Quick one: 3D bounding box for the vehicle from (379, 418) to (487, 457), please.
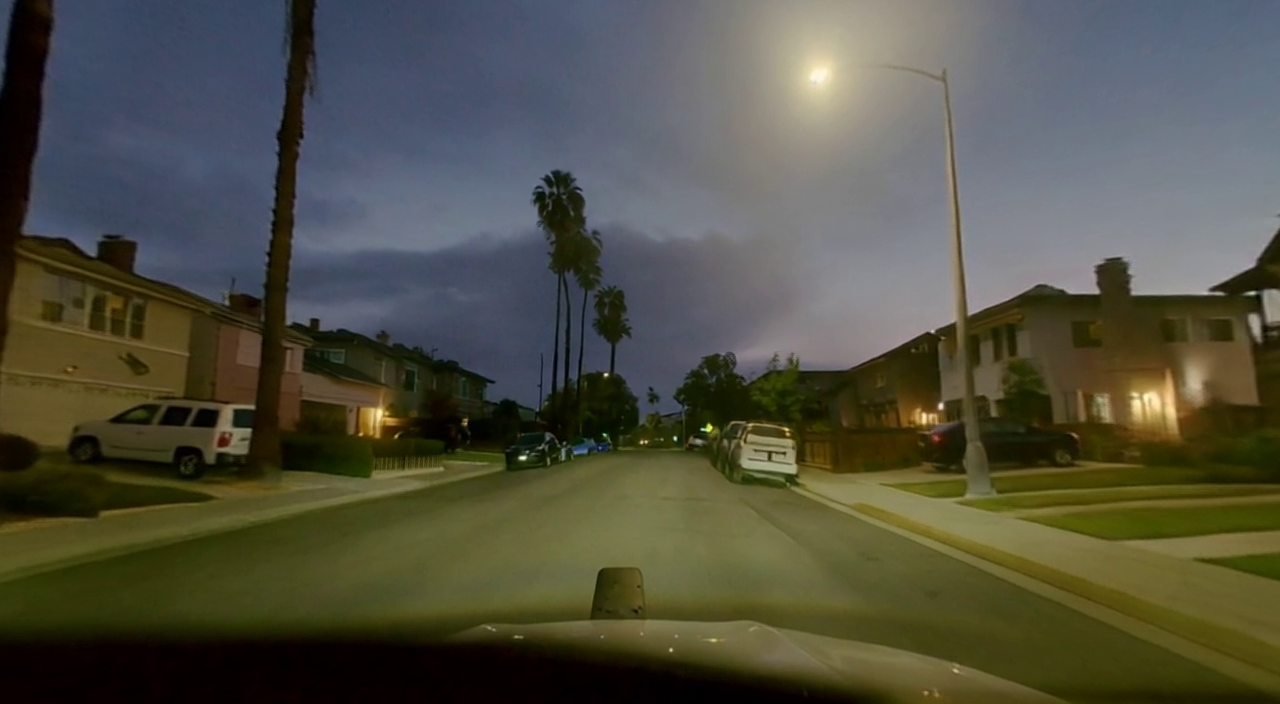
[{"bbox_3d":[-11.016,4.587,33.935,4.991,1.947,2.329,0,-8,-1],"label":"vehicle"}]

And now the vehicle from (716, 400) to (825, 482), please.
[{"bbox_3d":[3.661,2.683,19.061,2.184,2.038,6.212,0,-8,2],"label":"vehicle"}]

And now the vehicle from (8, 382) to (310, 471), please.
[{"bbox_3d":[-11.346,1.818,15.300,5.340,1.948,2.398,0,-8,2],"label":"vehicle"}]

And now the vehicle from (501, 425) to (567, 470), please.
[{"bbox_3d":[-4.587,4.185,28.121,2.147,1.823,4.725,0,-7,0],"label":"vehicle"}]

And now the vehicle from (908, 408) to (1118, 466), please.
[{"bbox_3d":[10.243,2.371,17.675,4.643,1.520,1.826,0,-8,4],"label":"vehicle"}]

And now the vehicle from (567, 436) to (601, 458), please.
[{"bbox_3d":[-4.052,6.971,46.244,2.080,1.479,4.531,0,-10,0],"label":"vehicle"}]
